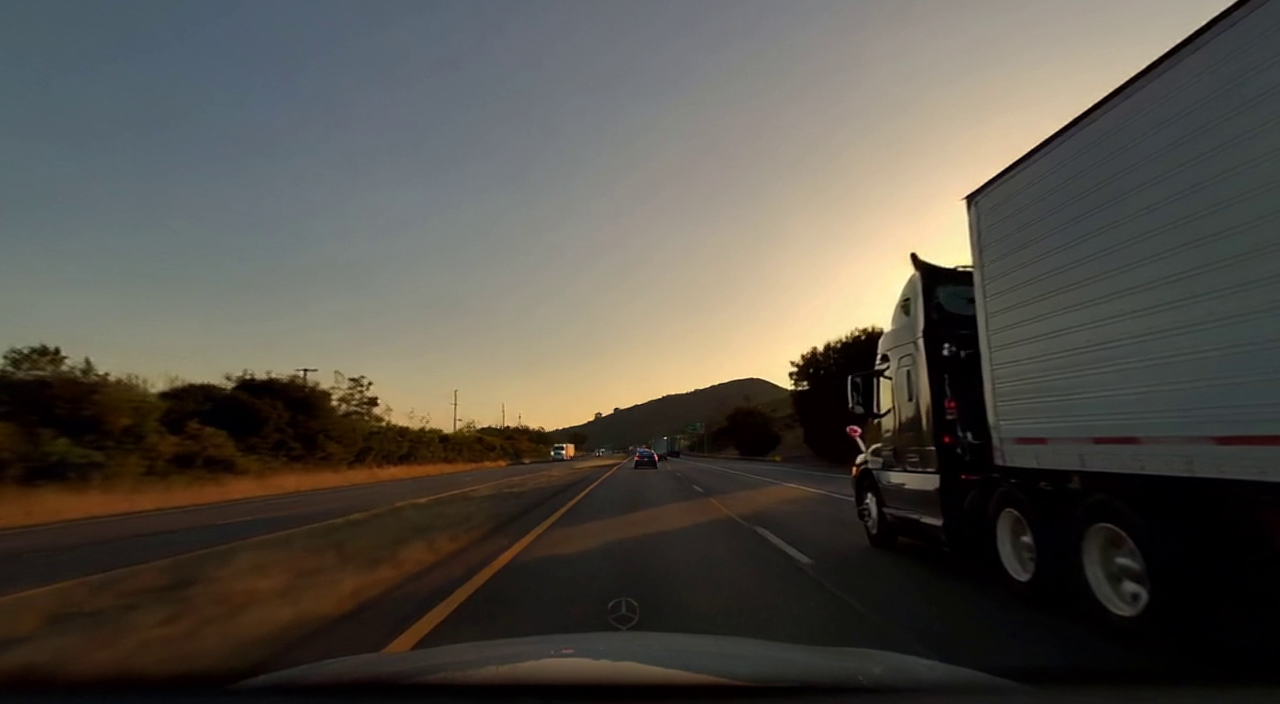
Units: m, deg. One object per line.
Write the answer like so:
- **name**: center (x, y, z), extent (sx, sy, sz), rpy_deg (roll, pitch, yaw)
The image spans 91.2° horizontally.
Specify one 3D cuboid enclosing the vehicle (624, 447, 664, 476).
- **vehicle**: center (0.197, 5.934, 34.253), extent (2.083, 1.473, 3.923), rpy_deg (0, -9, 0)
